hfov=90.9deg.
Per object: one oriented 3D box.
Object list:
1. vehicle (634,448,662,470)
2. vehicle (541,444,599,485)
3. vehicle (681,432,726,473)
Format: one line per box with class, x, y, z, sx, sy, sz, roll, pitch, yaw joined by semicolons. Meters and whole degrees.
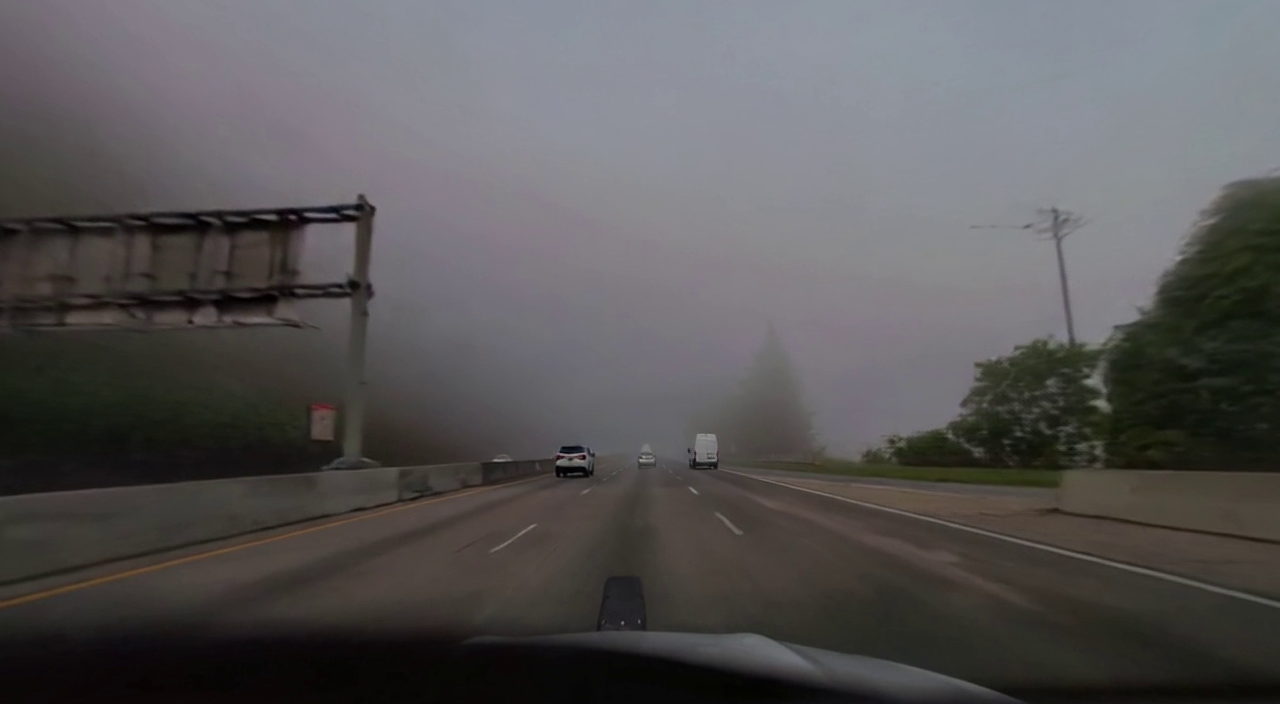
vehicle;0.607;8.189;48.344;2.108;1.663;3.159;0;-9;1
vehicle;-2.945;4.874;27.487;1.964;1.618;4.489;0;-9;1
vehicle;4.327;6.985;43.894;2.469;2.591;5.653;0;-9;0
